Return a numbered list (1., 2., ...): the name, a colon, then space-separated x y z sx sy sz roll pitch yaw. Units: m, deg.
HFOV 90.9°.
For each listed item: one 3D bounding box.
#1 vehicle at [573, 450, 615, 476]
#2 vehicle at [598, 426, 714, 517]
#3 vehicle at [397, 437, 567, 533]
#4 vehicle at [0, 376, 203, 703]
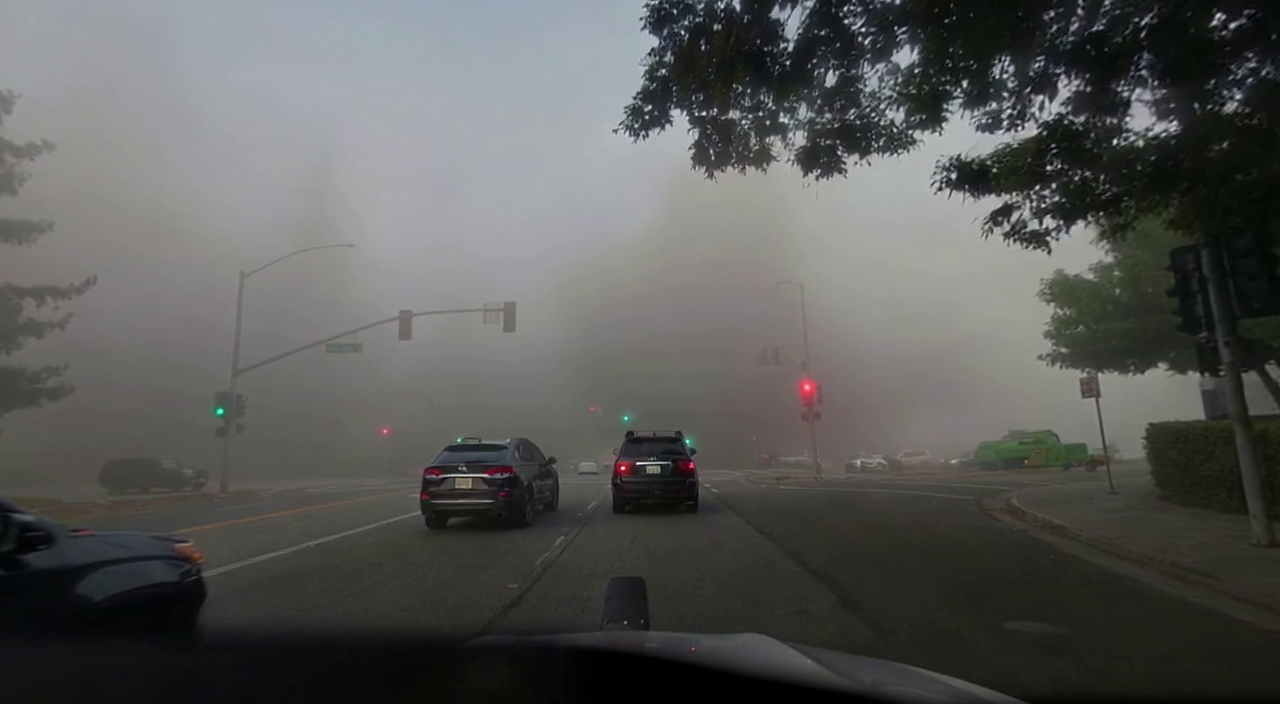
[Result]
1. vehicle: -2.702 6.649 37.982 2.101 1.443 4.367 0 -8 1
2. vehicle: 0.326 2.542 13.842 2.163 1.678 3.846 0 -8 1
3. vehicle: -2.718 2.401 12.071 2.013 1.474 4.393 0 -8 1
4. vehicle: -3.102 0.723 1.197 1.960 1.528 3.490 0 -8 1
